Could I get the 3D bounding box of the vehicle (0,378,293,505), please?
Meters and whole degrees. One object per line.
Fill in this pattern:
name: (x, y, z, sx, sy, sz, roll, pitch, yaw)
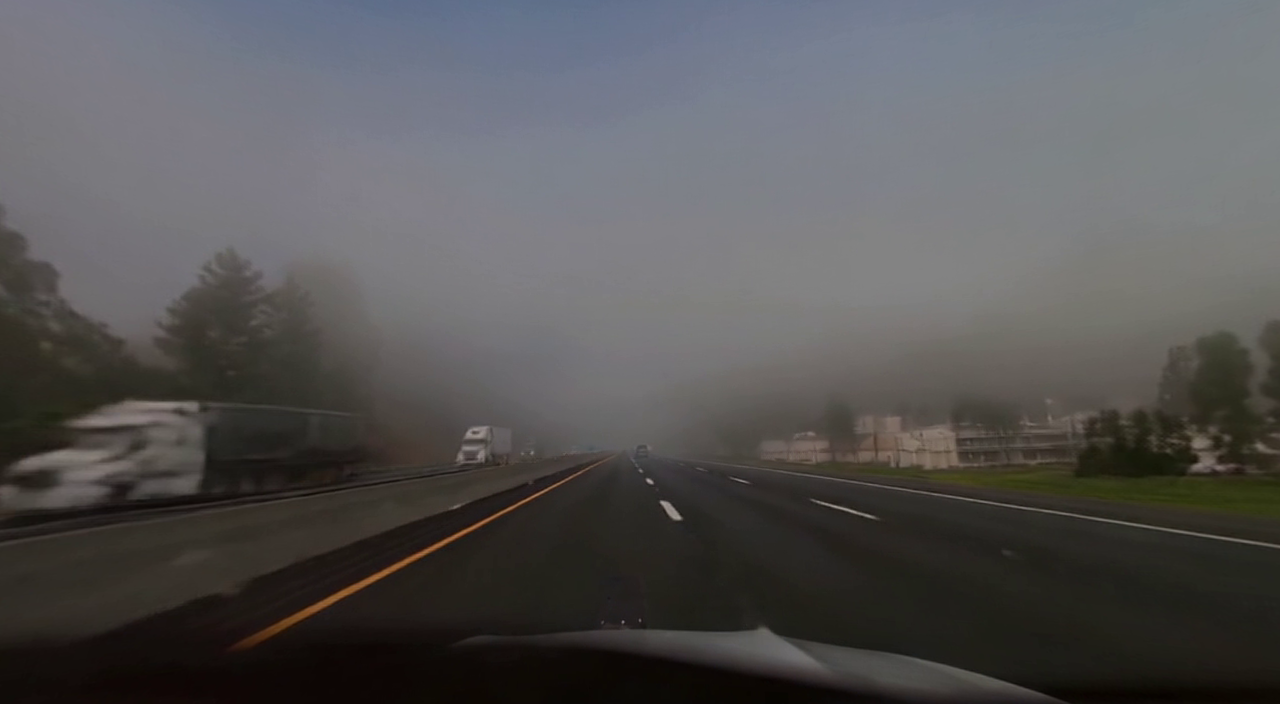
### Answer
vehicle: (-17.046, 3.332, 23.131, 2.950, 3.611, 10.144, 0, -9, -1)
